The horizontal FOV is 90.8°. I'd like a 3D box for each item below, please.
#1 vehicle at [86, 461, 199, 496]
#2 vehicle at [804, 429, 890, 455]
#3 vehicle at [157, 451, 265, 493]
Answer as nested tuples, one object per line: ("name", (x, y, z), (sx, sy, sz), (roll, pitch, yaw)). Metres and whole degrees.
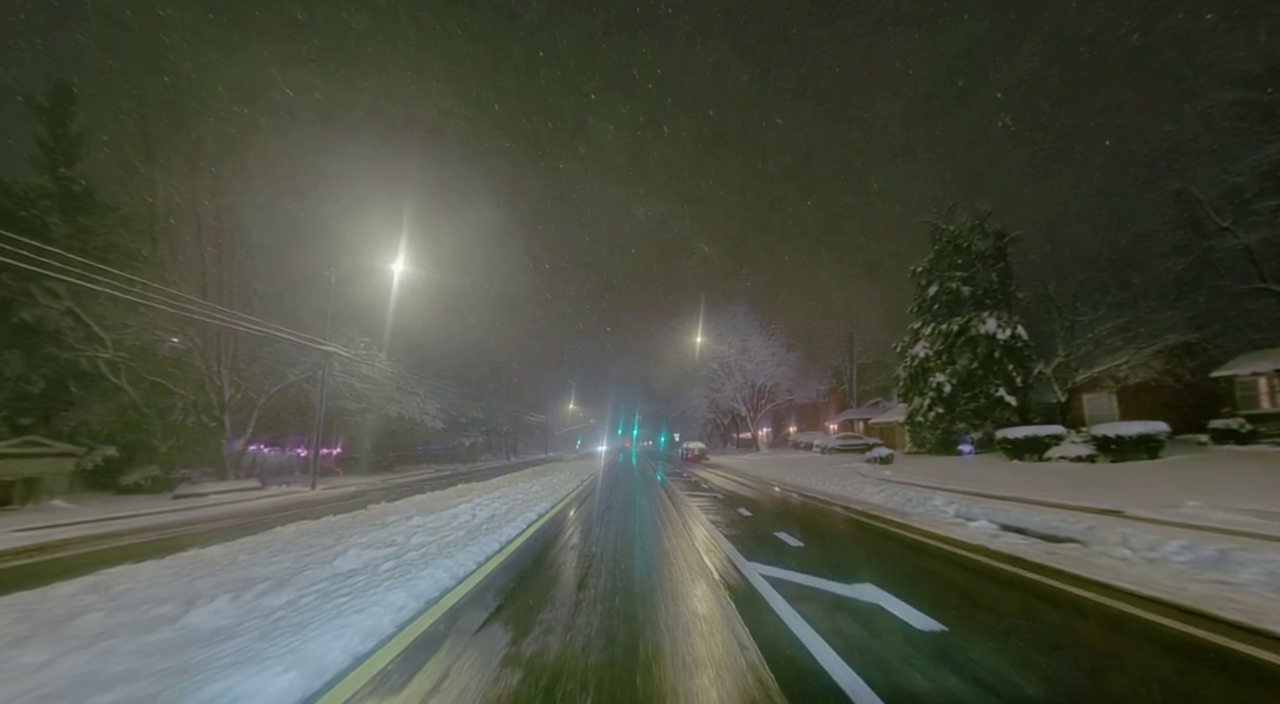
("vehicle", (-23.940, 6.082, 30.639), (2.020, 1.477, 4.332), (1, -9, -2))
("vehicle", (13.159, 5.736, 40.363), (4.710, 1.612, 1.999), (0, -8, -2))
("vehicle", (-21.022, 5.874, 31.268), (2.128, 1.839, 4.830), (1, -9, -4))
